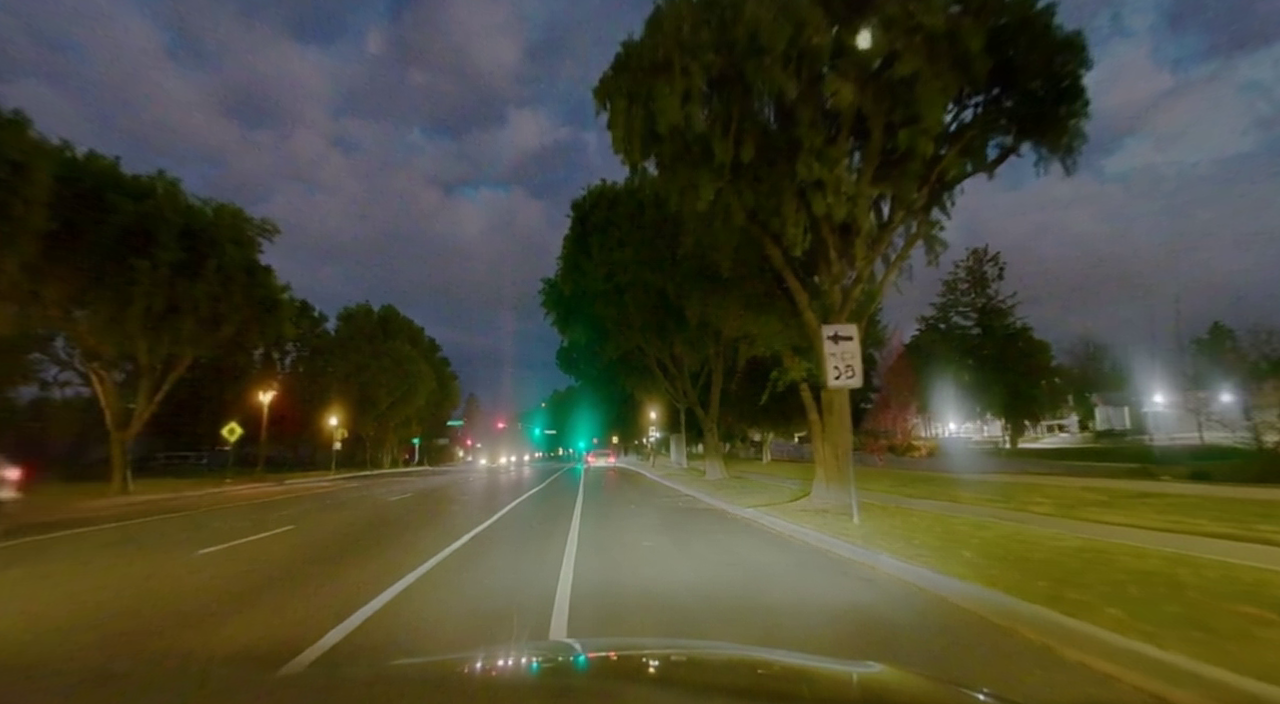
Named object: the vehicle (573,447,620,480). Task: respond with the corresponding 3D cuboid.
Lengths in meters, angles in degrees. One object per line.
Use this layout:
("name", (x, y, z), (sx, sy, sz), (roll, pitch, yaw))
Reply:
("vehicle", (-2.073, 5.300, 30.349), (2.111, 1.466, 4.223), (0, -9, -3))

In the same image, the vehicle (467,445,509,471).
("vehicle", (-10.516, 7.358, 44.043), (2.049, 1.723, 4.310), (0, -9, -4))
